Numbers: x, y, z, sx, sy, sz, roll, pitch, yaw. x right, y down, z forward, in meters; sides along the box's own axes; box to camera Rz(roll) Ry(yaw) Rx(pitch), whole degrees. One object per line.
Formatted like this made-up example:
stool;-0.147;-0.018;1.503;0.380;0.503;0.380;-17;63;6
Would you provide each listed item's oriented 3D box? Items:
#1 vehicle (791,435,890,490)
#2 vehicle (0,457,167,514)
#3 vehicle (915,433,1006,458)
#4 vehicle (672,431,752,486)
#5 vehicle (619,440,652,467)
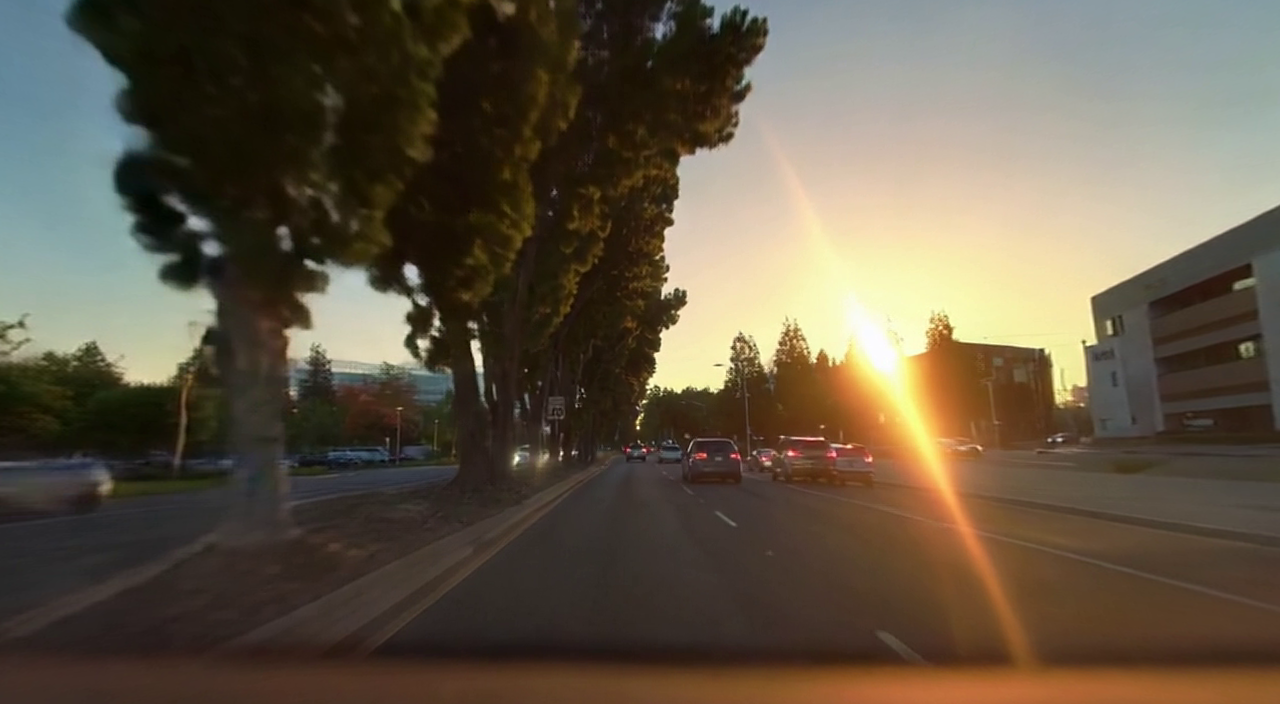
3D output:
vehicle;6.839;3.804;22.114;2.025;1.719;4.161;0;-9;-1
vehicle;-18.280;4.226;20.526;2.129;1.531;4.696;0;-9;1
vehicle;20.442;6.000;40.401;4.608;1.533;2.193;0;-9;-1
vehicle;2.501;3.880;23.194;2.227;1.794;4.457;1;-9;-3
vehicle;-0.281;6.793;42.414;2.132;1.693;3.819;0;-9;0
